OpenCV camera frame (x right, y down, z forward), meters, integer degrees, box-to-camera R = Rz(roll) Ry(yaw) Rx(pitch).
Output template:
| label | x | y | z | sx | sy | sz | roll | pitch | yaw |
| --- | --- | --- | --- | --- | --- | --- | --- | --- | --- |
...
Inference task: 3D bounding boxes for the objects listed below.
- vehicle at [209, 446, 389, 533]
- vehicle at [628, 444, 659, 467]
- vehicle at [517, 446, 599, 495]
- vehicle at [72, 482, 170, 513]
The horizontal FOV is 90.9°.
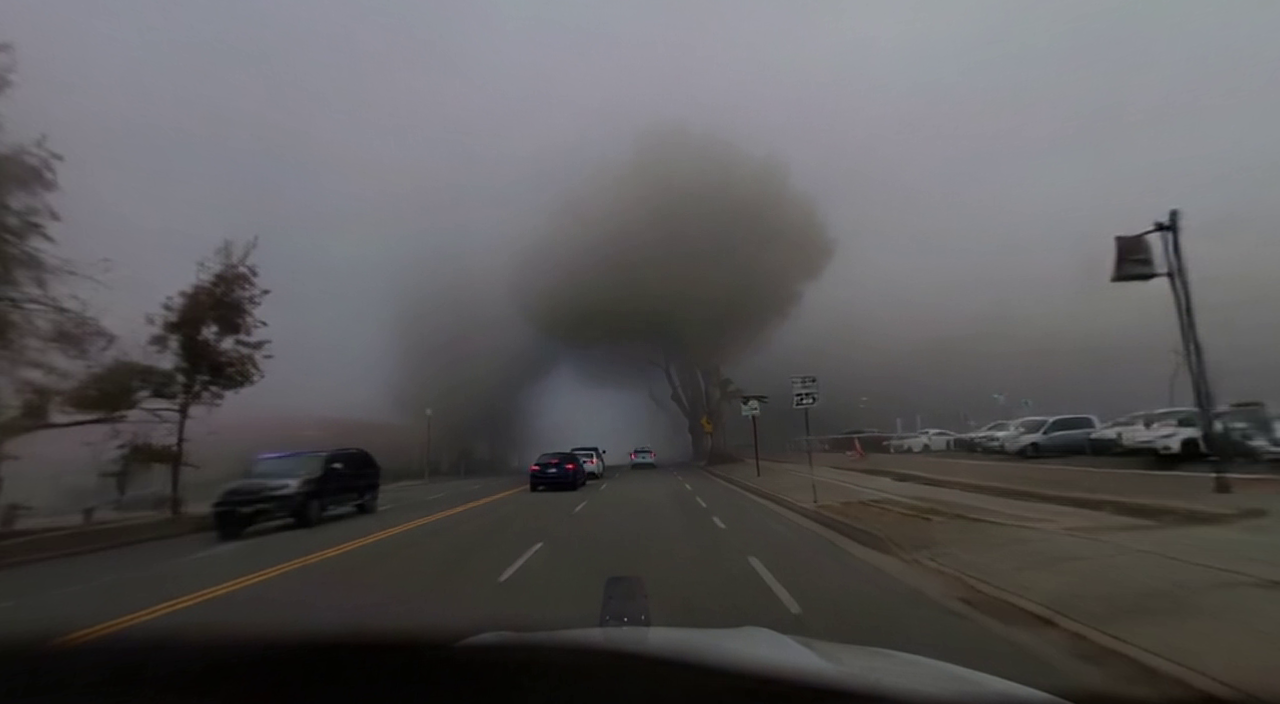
| label | x | y | z | sx | sy | sz | roll | pitch | yaw |
| --- | --- | --- | --- | --- | --- | --- | --- | --- | --- |
| vehicle | -8.507 | 3.391 | 16.354 | 1.995 | 1.880 | 4.703 | 0 | -8 | 0 |
| vehicle | 0.178 | 6.977 | 42.806 | 2.020 | 1.478 | 3.922 | 0 | -8 | -1 |
| vehicle | -2.567 | 3.839 | 20.948 | 2.099 | 1.424 | 4.609 | 0 | -8 | 0 |
| vehicle | -34.634 | 9.731 | 42.141 | 4.558 | 1.819 | 2.094 | 1 | -10 | 0 |
